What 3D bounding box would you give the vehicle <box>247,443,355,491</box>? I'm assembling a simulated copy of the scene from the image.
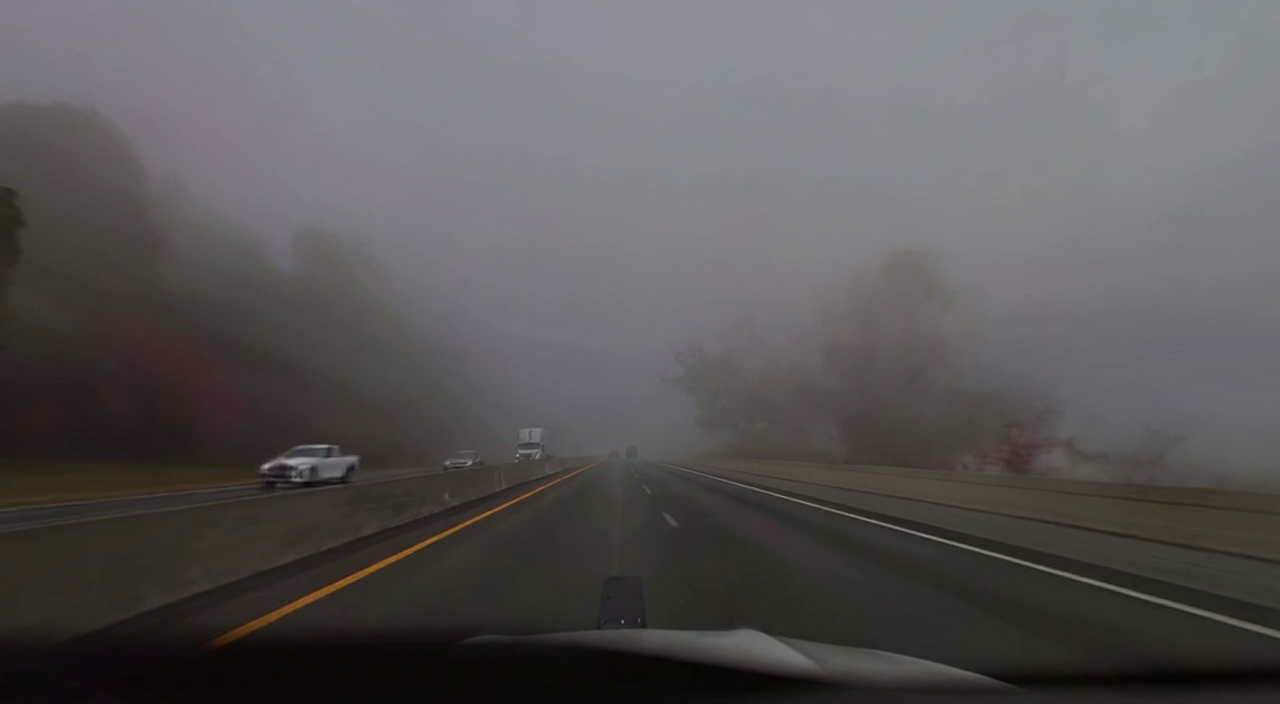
[{"bbox_3d":[-14.859,5.047,28.032,2.081,1.911,5.017,0,-9,-1],"label":"vehicle"}]
